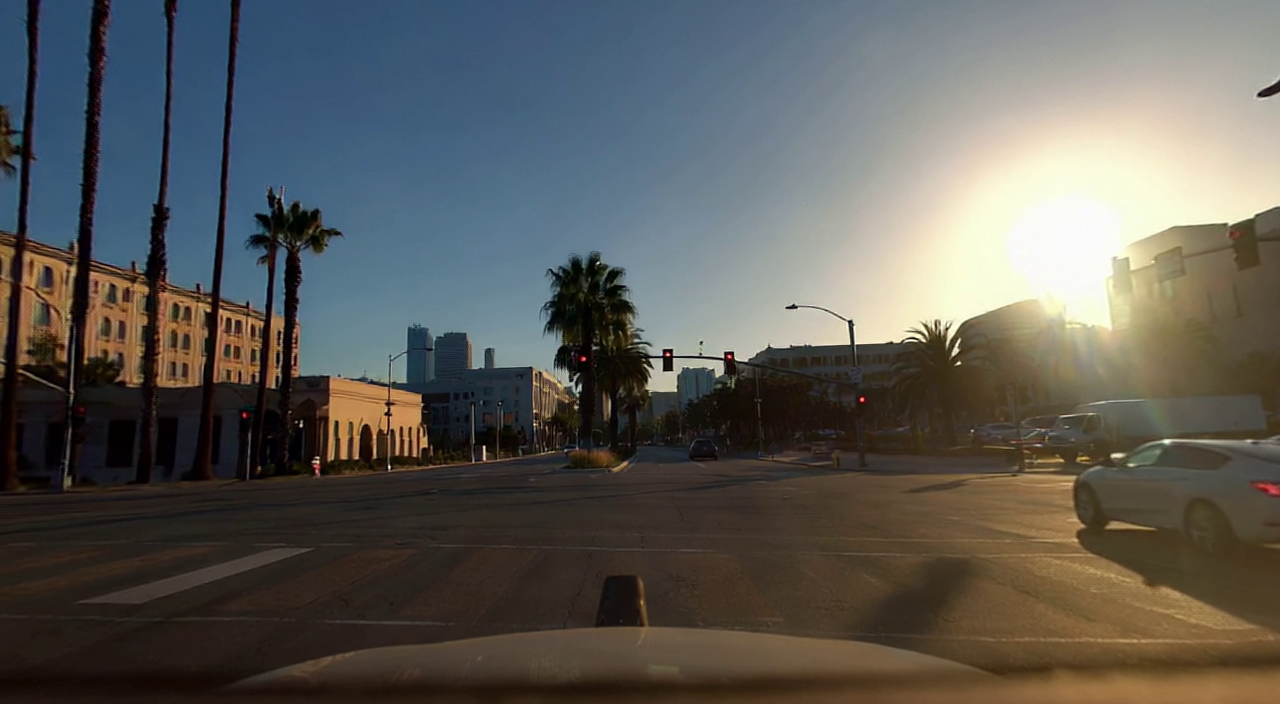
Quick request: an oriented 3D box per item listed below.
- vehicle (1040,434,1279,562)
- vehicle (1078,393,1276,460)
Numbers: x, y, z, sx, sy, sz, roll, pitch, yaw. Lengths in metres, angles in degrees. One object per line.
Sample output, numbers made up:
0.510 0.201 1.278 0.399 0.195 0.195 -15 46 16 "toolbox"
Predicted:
8.365 1.966 9.075 2.003 1.475 4.520 1 -9 -5 "vehicle"
32.627 4.721 39.336 2.863 3.609 10.252 0 -8 -3 "vehicle"
